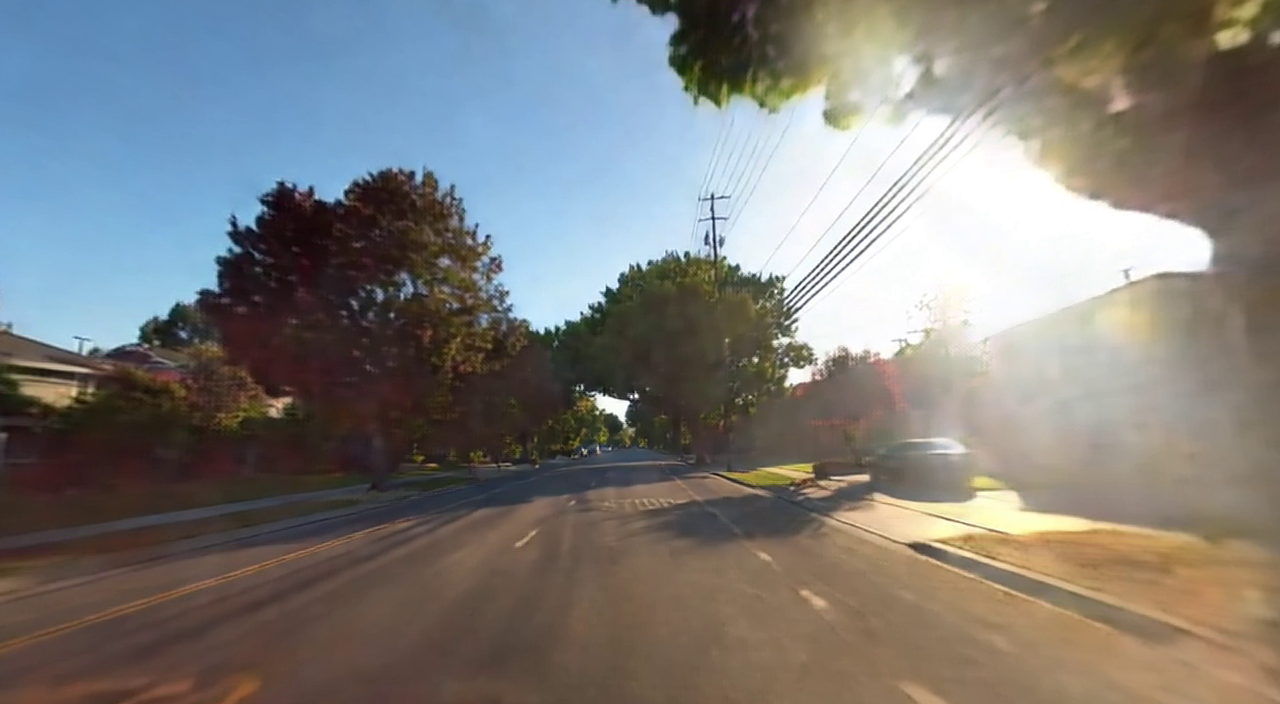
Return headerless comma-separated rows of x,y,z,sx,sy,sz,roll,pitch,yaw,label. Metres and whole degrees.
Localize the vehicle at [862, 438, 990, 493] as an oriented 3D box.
8.699,3.471,19.715,1.811,1.491,4.407,0,-8,-2,vehicle
